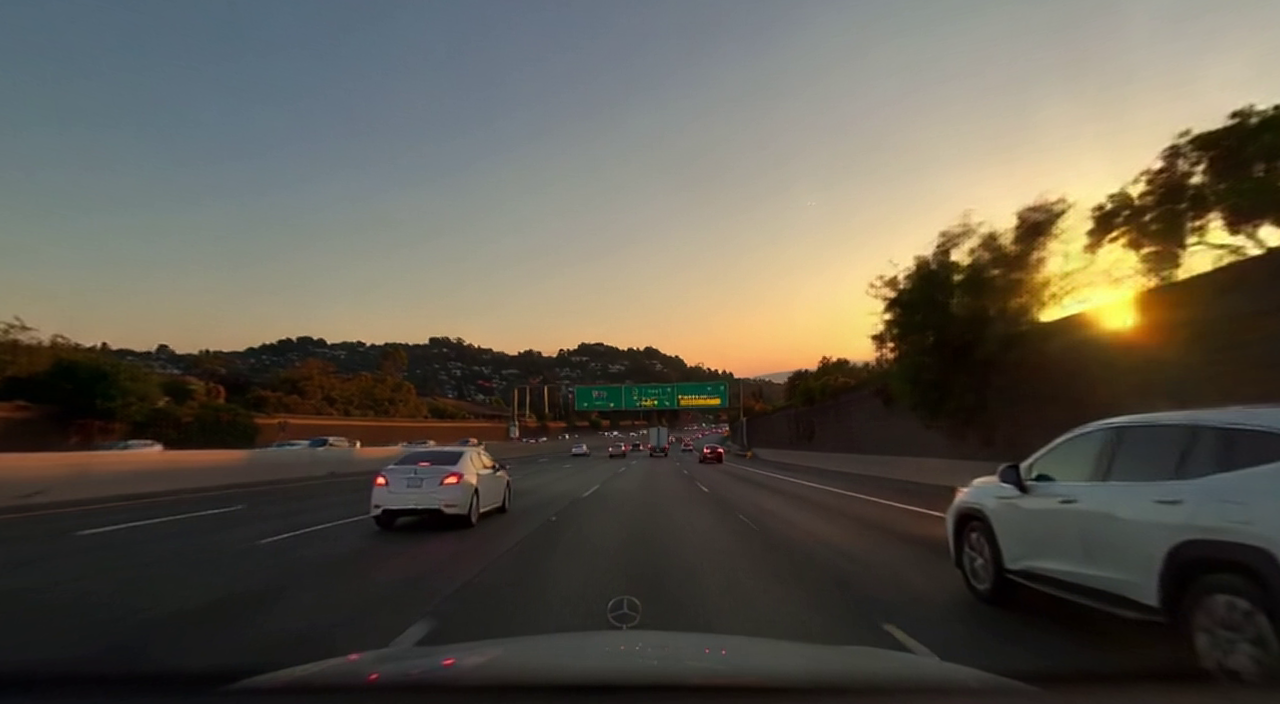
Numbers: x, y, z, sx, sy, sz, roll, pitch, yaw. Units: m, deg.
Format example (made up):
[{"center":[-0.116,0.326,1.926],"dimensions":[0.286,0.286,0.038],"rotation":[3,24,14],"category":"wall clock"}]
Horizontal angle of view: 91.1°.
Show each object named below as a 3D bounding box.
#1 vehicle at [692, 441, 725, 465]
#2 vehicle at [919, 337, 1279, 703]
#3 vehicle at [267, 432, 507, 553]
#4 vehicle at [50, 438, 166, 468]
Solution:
[{"center":[5.000,7.454,46.362],"dimensions":[2.046,1.655,4.143],"rotation":[0,-9,2],"category":"vehicle"},{"center":[3.649,0.937,3.434],"dimensions":[2.108,1.709,4.703],"rotation":[0,-8,1],"category":"vehicle"},{"center":[-3.596,2.060,9.912],"dimensions":[1.947,1.479,4.114],"rotation":[0,-8,2],"category":"vehicle"},{"center":[-31.627,6.025,37.626],"dimensions":[1.889,1.619,5.621],"rotation":[-1,-9,2],"category":"vehicle"}]
